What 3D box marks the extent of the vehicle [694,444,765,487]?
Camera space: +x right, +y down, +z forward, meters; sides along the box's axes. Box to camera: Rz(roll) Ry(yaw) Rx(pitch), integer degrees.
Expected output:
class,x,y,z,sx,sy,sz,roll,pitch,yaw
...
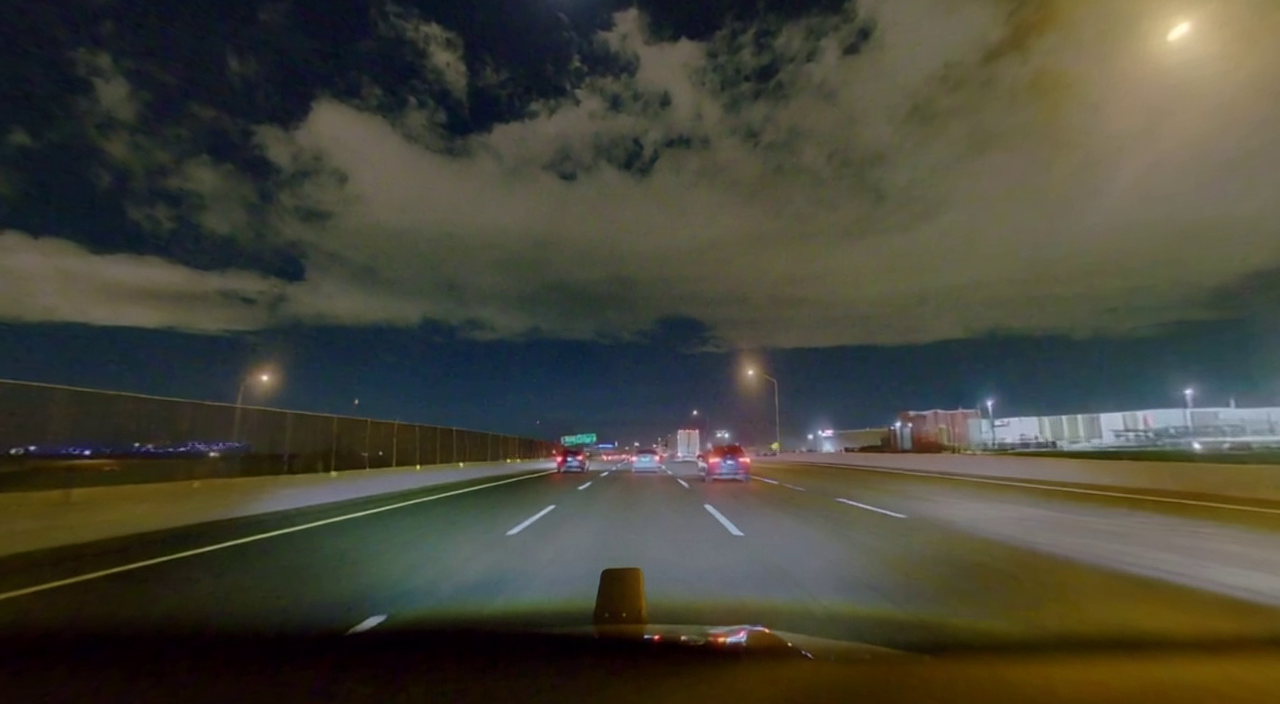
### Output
class,x,y,z,sx,sy,sz,roll,pitch,yaw
vehicle,3.249,4.218,23.818,1.942,1.453,4.329,0,-8,-1

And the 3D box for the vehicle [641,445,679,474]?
class,x,y,z,sx,sy,sz,roll,pitch,yaw
vehicle,1.147,6.314,37.465,2.067,1.555,4.851,-1,-8,1

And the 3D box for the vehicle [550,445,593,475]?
class,x,y,z,sx,sy,sz,roll,pitch,yaw
vehicle,-3.971,6.290,37.019,2.036,1.669,4.112,0,-8,0
